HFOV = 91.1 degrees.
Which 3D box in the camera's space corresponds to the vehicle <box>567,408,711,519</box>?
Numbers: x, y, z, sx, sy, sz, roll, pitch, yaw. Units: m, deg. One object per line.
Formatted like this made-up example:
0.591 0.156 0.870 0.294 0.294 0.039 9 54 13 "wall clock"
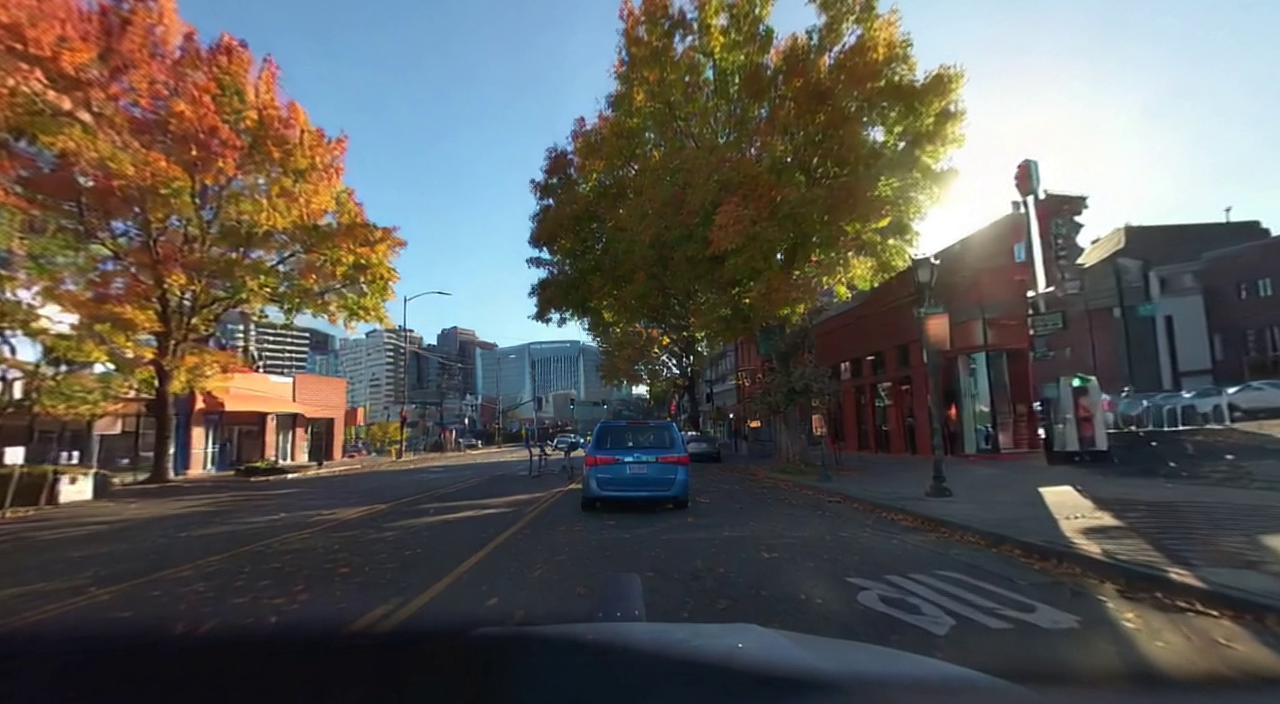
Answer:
-0.055 2.037 12.021 2.274 1.736 4.083 0 -8 -1 "vehicle"
